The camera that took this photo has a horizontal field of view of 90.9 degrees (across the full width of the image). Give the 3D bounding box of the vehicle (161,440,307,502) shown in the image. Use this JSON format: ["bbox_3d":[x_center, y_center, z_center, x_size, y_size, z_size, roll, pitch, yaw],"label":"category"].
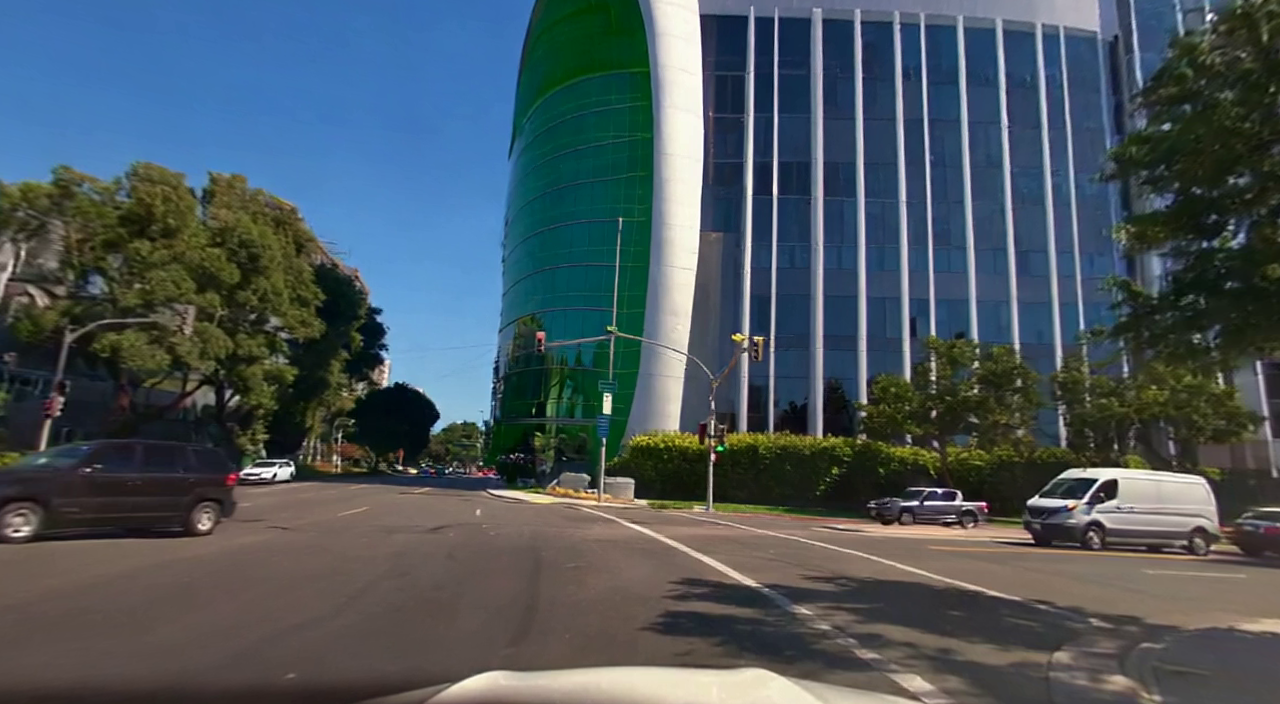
[{"bbox_3d":[-12.369,3.690,19.625,2.166,1.686,4.382,2,-11,-10],"label":"vehicle"}]

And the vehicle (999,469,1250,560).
[{"bbox_3d":[12.292,4.070,16.120,5.252,2.013,2.104,3,-13,-15],"label":"vehicle"}]

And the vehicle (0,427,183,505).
[{"bbox_3d":[-14.951,3.141,17.355,2.040,1.852,4.274,2,-11,-10],"label":"vehicle"}]

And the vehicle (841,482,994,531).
[{"bbox_3d":[9.387,5.219,21.441,4.470,1.472,1.868,3,-11,-14],"label":"vehicle"}]
